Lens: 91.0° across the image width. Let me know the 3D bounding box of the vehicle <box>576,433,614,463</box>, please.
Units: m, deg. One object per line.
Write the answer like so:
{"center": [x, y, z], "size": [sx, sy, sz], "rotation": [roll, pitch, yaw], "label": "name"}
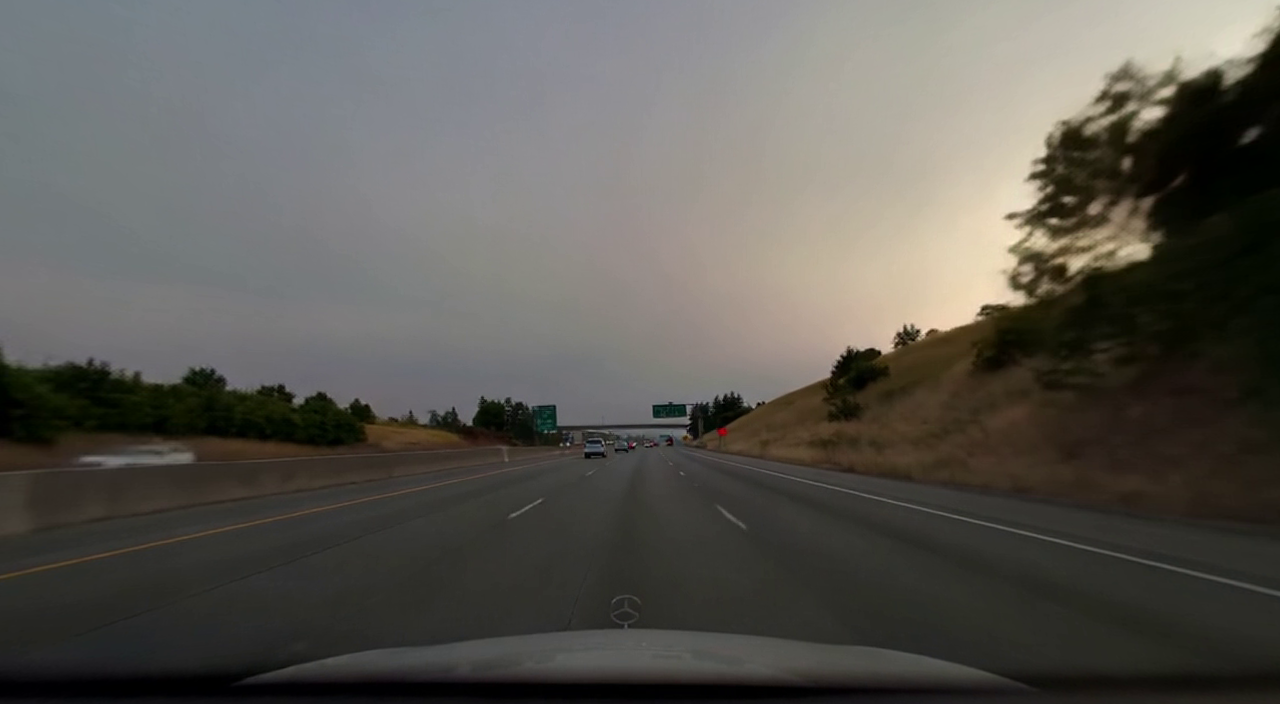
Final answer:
{"center": [-3.194, 6.898, 45.403], "size": [2.286, 2.011, 4.452], "rotation": [0, -8, 1], "label": "vehicle"}
